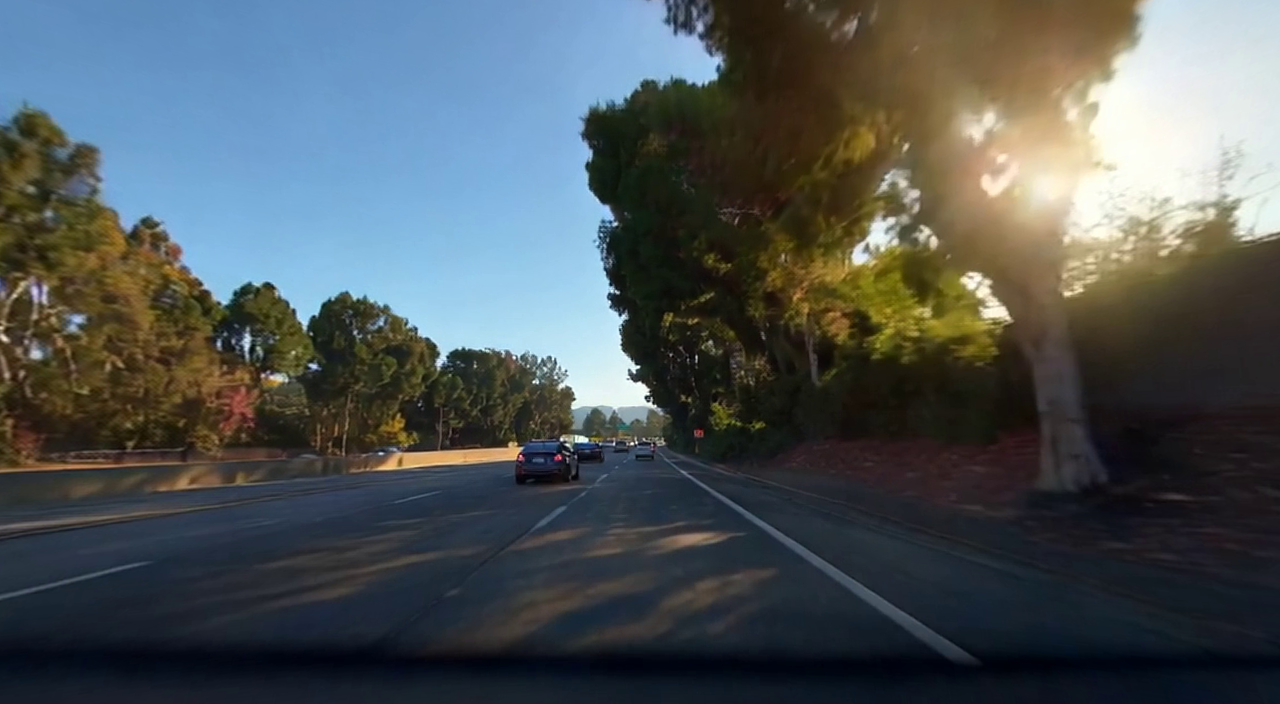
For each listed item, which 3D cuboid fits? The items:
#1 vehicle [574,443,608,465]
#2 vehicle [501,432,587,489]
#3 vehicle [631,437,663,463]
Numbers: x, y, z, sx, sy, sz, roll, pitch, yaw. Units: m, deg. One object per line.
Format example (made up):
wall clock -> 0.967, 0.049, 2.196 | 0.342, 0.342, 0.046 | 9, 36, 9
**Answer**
vehicle -> -3.401, 7.149, 44.261 | 2.055, 1.431, 3.921 | 0, -8, 1
vehicle -> -3.024, 3.528, 20.737 | 2.056, 1.679, 4.204 | 0, -8, 1
vehicle -> 0.491, 7.321, 46.955 | 2.285, 1.797, 4.478 | 0, -8, 0
